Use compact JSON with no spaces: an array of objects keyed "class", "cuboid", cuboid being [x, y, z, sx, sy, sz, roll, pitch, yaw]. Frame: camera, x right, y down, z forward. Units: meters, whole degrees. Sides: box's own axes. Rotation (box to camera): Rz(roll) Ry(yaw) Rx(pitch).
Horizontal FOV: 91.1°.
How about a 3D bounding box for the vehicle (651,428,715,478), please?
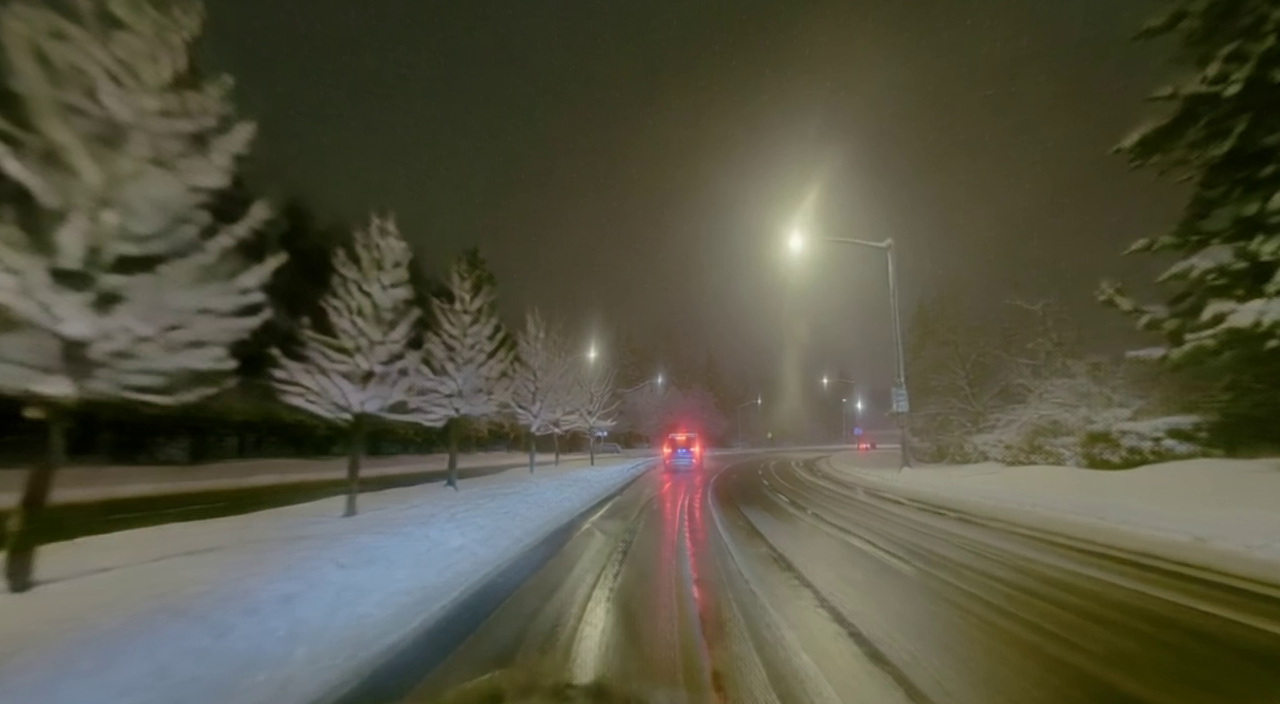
[{"class":"vehicle","cuboid":[2.016,4.414,27.650,2.371,1.926,5.615,-1,-9,8]}]
